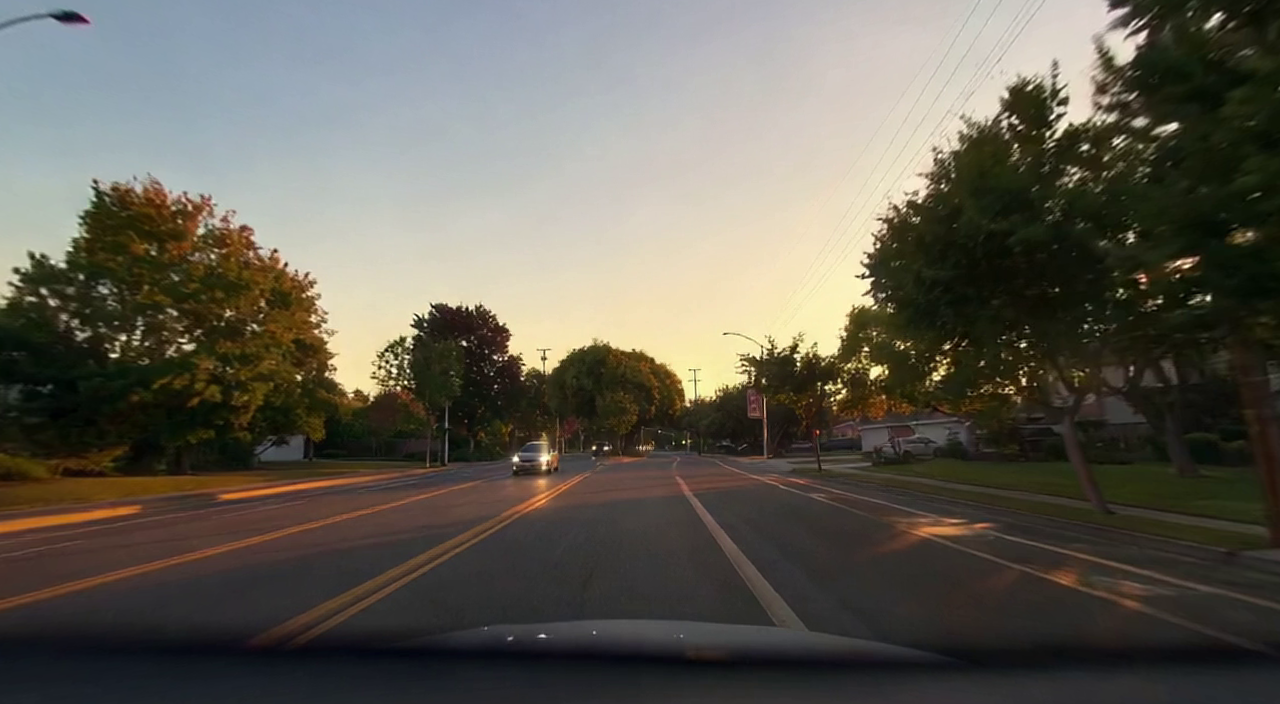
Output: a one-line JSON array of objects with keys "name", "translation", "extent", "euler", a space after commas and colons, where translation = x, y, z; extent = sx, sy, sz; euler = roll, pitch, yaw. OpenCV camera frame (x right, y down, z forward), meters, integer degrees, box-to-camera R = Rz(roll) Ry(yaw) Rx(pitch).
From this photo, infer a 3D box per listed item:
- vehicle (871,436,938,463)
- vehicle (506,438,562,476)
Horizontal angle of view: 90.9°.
[{"name": "vehicle", "translation": [16.086, 5.964, 38.568], "extent": [1.901, 1.547, 4.411], "euler": [0, -9, -4]}, {"name": "vehicle", "translation": [-4.568, 4.571, 27.666], "extent": [1.774, 1.525, 3.897], "euler": [0, -9, 0]}]
